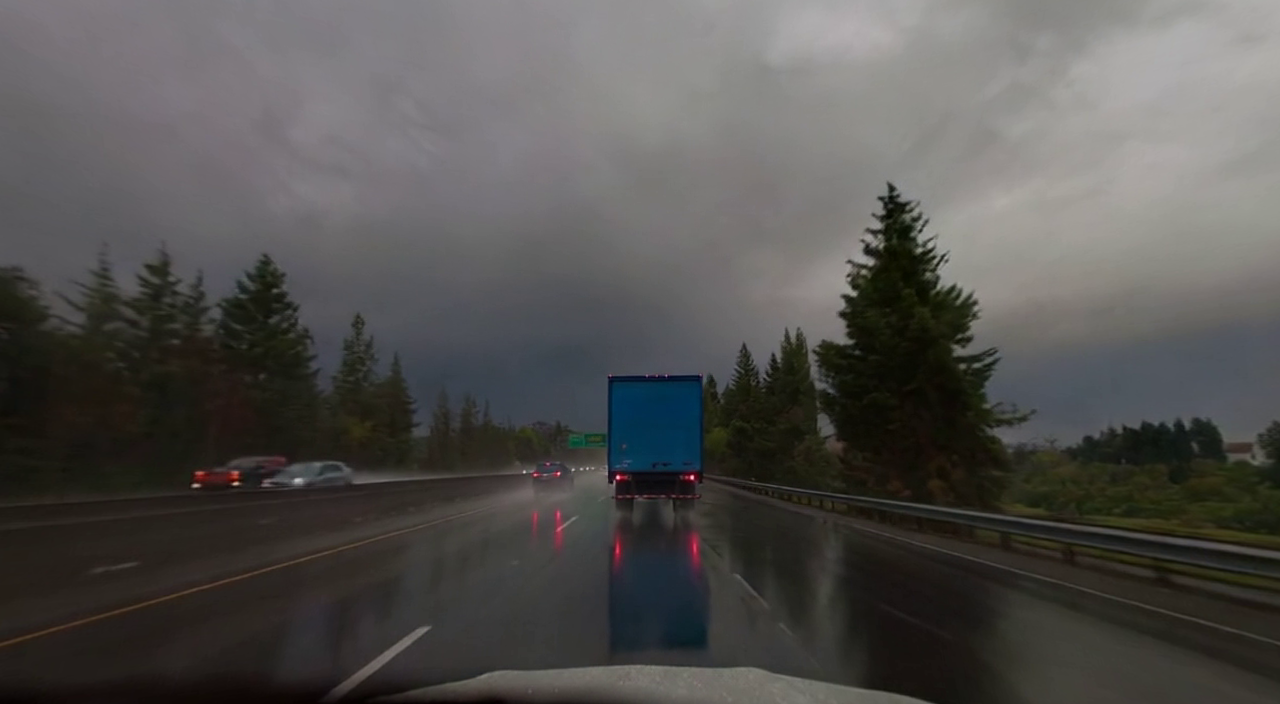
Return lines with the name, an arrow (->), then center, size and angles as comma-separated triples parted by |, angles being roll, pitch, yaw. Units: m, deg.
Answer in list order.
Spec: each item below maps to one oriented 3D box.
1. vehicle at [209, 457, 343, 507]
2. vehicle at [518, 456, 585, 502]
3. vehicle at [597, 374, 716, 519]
vehicle -> -12.757, 4.583, 22.503 | 1.949, 1.533, 4.662 | 1, -10, 0
vehicle -> -3.491, 5.168, 25.866 | 2.076, 1.691, 4.555 | 1, -10, 0
vehicle -> 0.384, 3.263, 20.921 | 3.008, 3.678, 9.512 | 1, -10, 0
